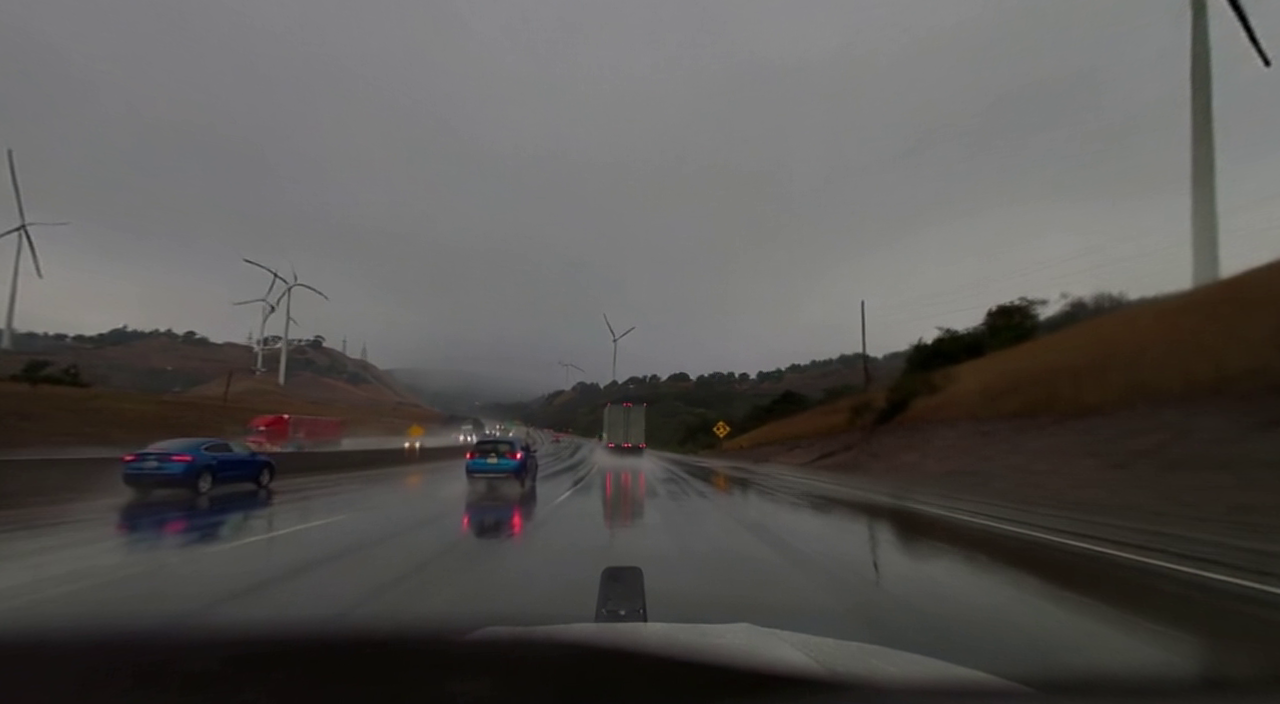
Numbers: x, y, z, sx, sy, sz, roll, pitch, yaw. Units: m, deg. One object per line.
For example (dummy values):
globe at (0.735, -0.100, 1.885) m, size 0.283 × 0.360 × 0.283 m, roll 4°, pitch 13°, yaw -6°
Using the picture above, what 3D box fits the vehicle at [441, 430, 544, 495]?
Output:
vehicle at (-4.166, 3.191, 18.427) m, size 2.109 × 1.684 × 3.783 m, roll 0°, pitch -8°, yaw -1°

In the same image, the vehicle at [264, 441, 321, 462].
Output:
vehicle at (-26.369, 7.560, 47.803) m, size 1.979 × 1.475 × 4.452 m, roll 0°, pitch -8°, yaw -3°

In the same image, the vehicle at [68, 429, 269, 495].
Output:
vehicle at (-15.013, 3.515, 20.607) m, size 2.285 × 1.835 × 5.672 m, roll 0°, pitch -8°, yaw -1°
